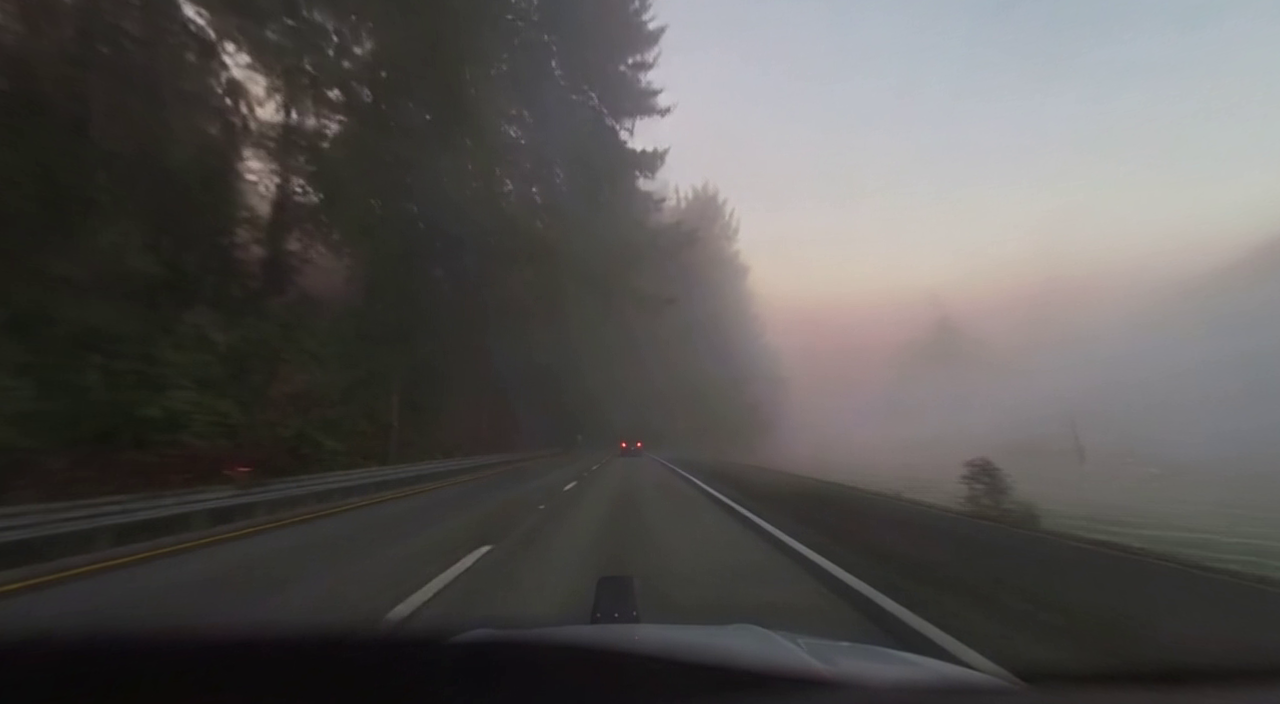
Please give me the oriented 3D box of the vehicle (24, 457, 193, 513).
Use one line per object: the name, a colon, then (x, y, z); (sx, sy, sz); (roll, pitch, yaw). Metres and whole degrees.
vehicle: (-16.848, 4.186, 20.294); (1.789, 1.464, 4.245); (0, -8, -1)
